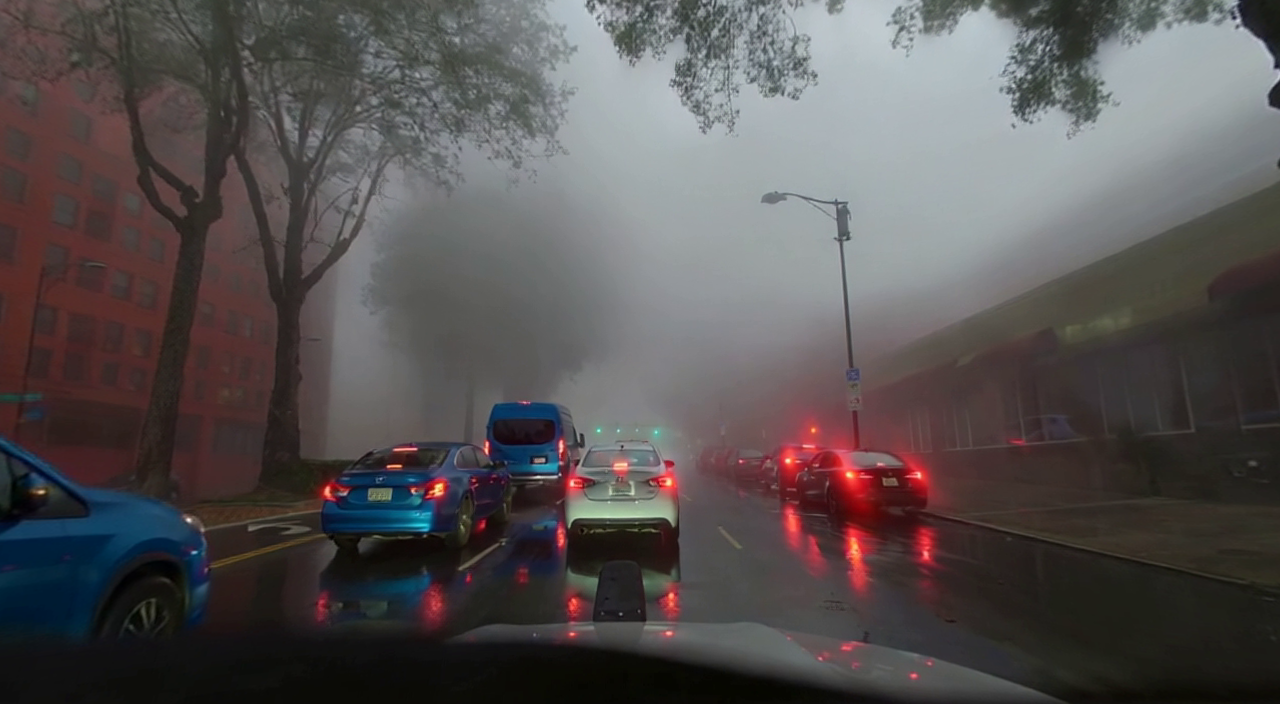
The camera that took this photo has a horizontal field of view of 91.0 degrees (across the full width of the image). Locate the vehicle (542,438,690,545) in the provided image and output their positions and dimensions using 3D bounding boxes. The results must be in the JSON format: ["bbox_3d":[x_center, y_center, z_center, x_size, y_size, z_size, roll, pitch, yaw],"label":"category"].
[{"bbox_3d":[-0.362,2.343,11.261,2.152,1.518,4.113,0,-9,-1],"label":"vehicle"}]

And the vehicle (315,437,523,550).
[{"bbox_3d":[-3.527,2.328,11.106,1.995,1.554,4.426,0,-9,1],"label":"vehicle"}]

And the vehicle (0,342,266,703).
[{"bbox_3d":[-3.723,0.752,1.979,2.140,1.768,4.685,0,-9,1],"label":"vehicle"}]

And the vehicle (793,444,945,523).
[{"bbox_3d":[4.910,2.855,14.199,1.832,1.491,4.054,1,-9,-1],"label":"vehicle"}]
